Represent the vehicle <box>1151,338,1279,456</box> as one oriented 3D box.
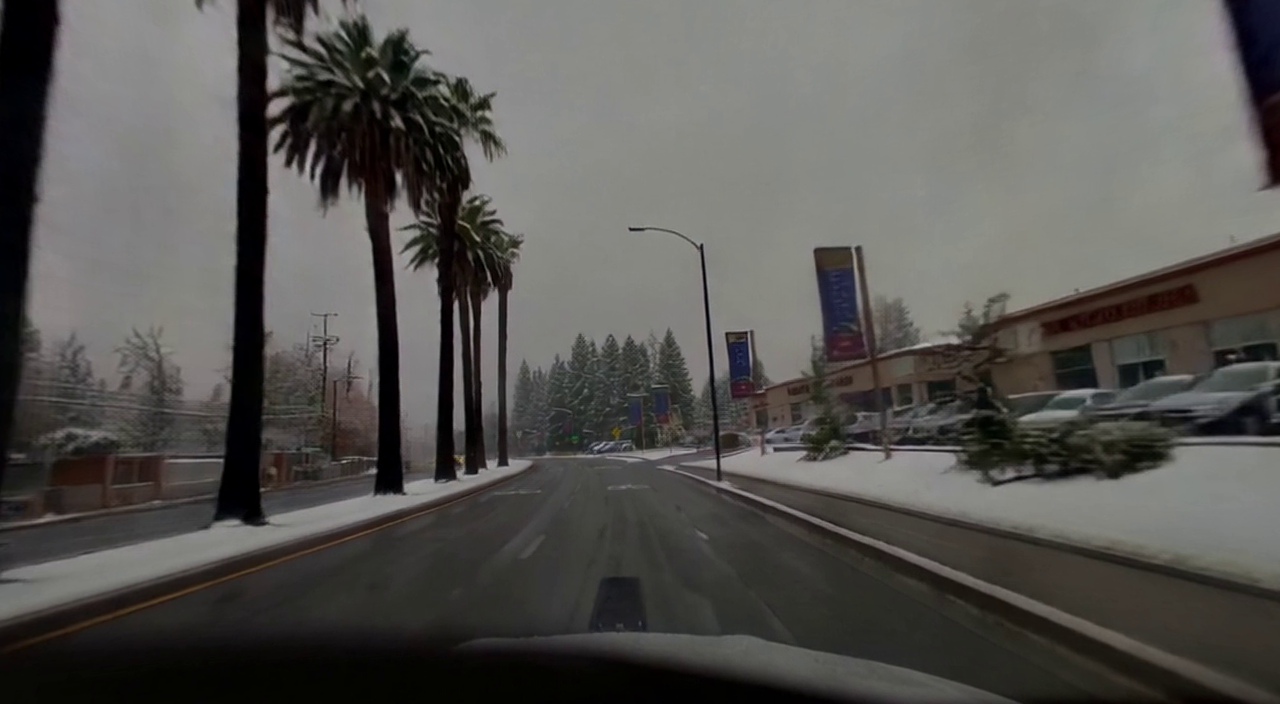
[{"bbox_3d":[11.138,0.548,9.922,3.942,1.660,2.263,-7,-8,2],"label":"vehicle"}]
